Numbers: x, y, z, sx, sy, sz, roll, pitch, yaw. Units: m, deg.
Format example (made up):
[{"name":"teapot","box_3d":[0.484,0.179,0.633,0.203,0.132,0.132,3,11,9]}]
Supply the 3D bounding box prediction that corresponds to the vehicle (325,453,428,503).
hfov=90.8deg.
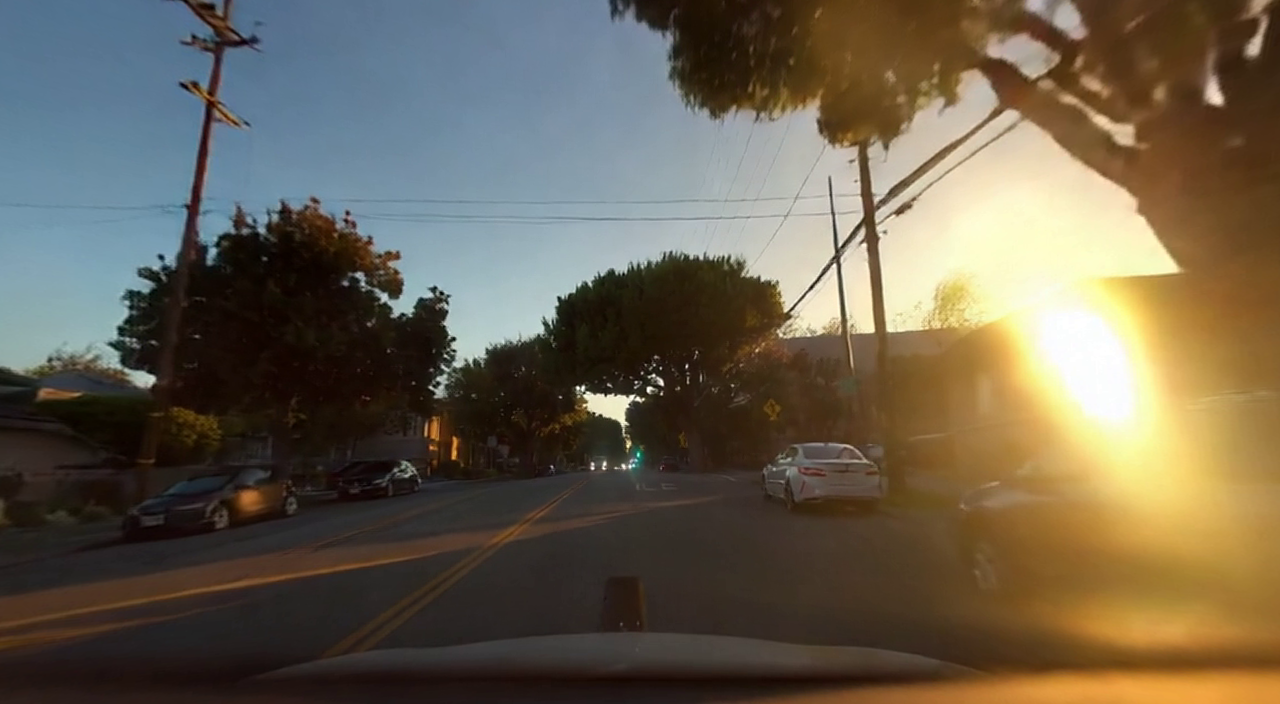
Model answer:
[{"name":"vehicle","box_3d":[-9.469,4.534,23.175,2.000,1.495,4.687,-2,-9,-3]}]

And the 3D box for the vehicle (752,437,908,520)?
[{"name":"vehicle","box_3d":[3.819,2.627,13.707,1.946,1.468,4.721,0,-9,0]}]

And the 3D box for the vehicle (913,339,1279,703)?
[{"name":"vehicle","box_3d":[3.735,1.041,4.007,2.155,1.747,4.311,-1,-9,2]}]

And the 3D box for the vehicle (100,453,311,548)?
[{"name":"vehicle","box_3d":[-9.407,3.176,14.175,1.884,1.526,4.061,-5,-8,0]}]
